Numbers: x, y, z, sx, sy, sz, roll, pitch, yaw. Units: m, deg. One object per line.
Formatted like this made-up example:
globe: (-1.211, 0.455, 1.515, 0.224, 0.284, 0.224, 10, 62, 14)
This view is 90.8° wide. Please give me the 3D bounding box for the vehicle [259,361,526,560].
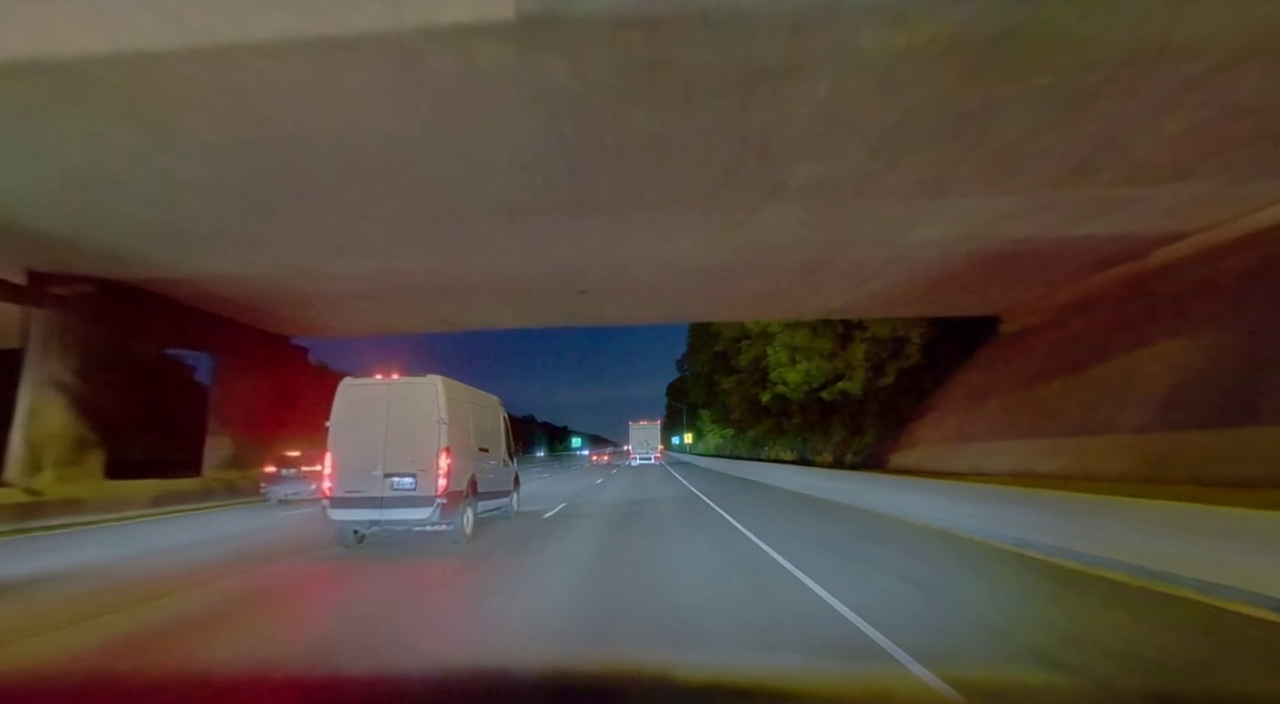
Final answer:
vehicle: (-3.899, 1.925, 11.635, 2.504, 2.694, 5.934, 0, -9, 0)
